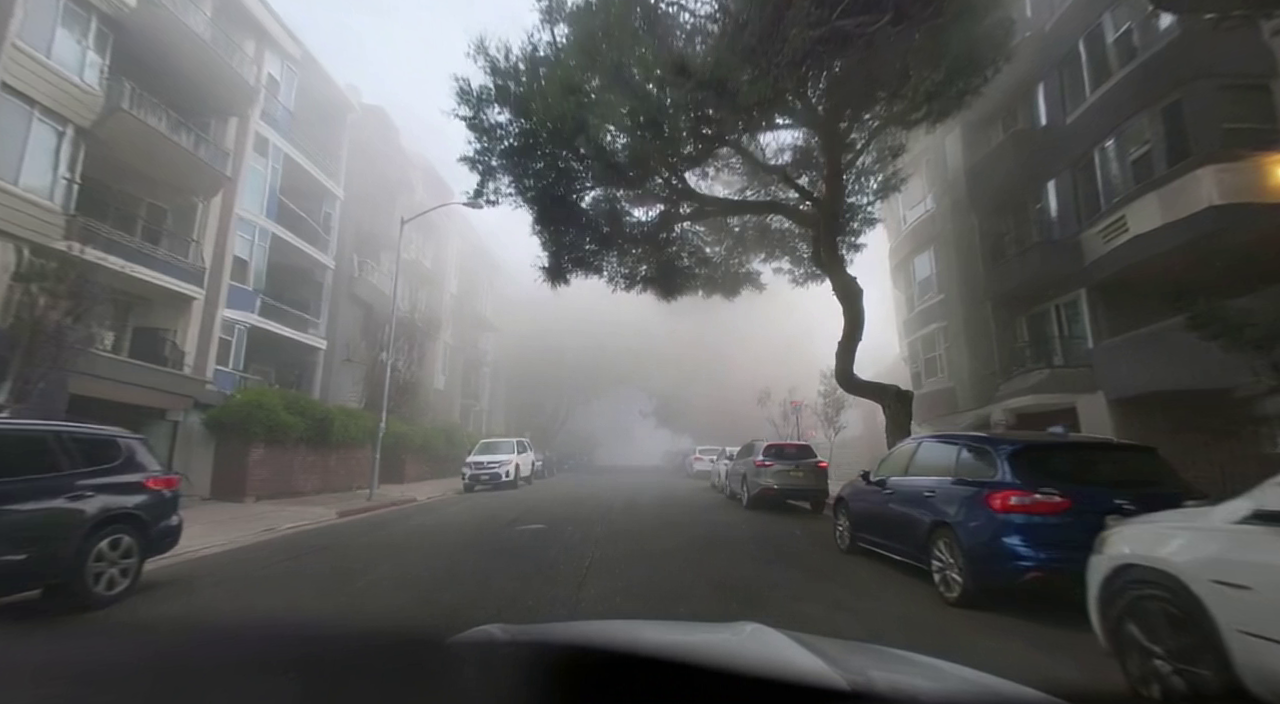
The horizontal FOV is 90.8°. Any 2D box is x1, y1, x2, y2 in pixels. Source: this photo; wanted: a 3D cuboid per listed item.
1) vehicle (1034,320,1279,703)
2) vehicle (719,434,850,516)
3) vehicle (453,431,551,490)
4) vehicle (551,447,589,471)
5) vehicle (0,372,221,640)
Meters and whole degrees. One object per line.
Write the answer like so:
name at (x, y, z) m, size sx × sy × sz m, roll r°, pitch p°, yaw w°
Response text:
vehicle at (3.686, 0.668, 1.460) m, size 2.208 × 1.893 × 5.037 m, roll 0°, pitch -8°, yaw -1°
vehicle at (3.518, 3.090, 16.558) m, size 2.216 × 1.790 × 5.077 m, roll 0°, pitch -8°, yaw 0°
vehicle at (-5.554, 4.518, 26.408) m, size 2.596 × 2.152 × 5.689 m, roll -1°, pitch -10°, yaw 2°
vehicle at (-5.468, 8.415, 49.833) m, size 2.222 × 1.735 × 5.215 m, roll -1°, pitch -8°, yaw 2°
vehicle at (-5.877, 1.061, 4.162) m, size 2.642 × 1.880 × 5.242 m, roll -1°, pitch -10°, yaw 0°
